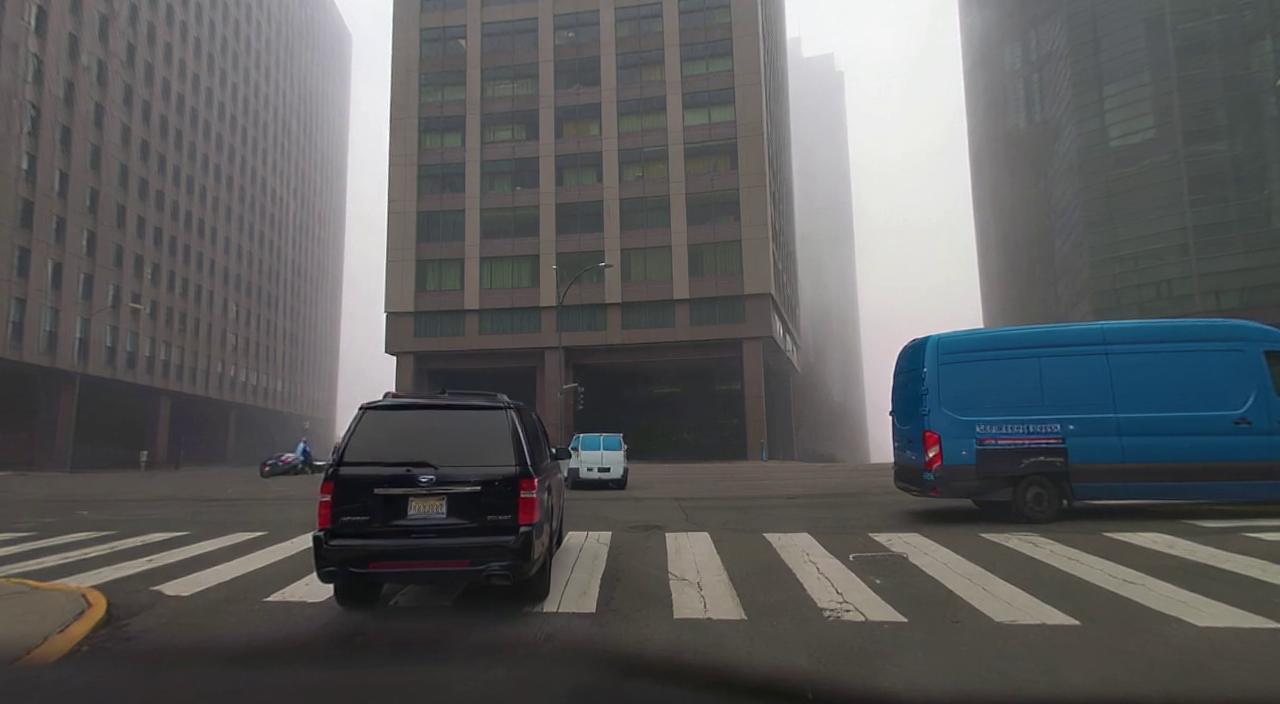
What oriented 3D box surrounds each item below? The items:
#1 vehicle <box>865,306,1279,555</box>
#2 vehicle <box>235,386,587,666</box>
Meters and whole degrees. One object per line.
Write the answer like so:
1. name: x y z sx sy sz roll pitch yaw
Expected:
1. vehicle: 6.917 1.020 8.242 6.932 2.753 2.446 0 -8 1
2. vehicle: -1.692 1.398 6.162 2.144 1.733 4.115 1 -9 -7
